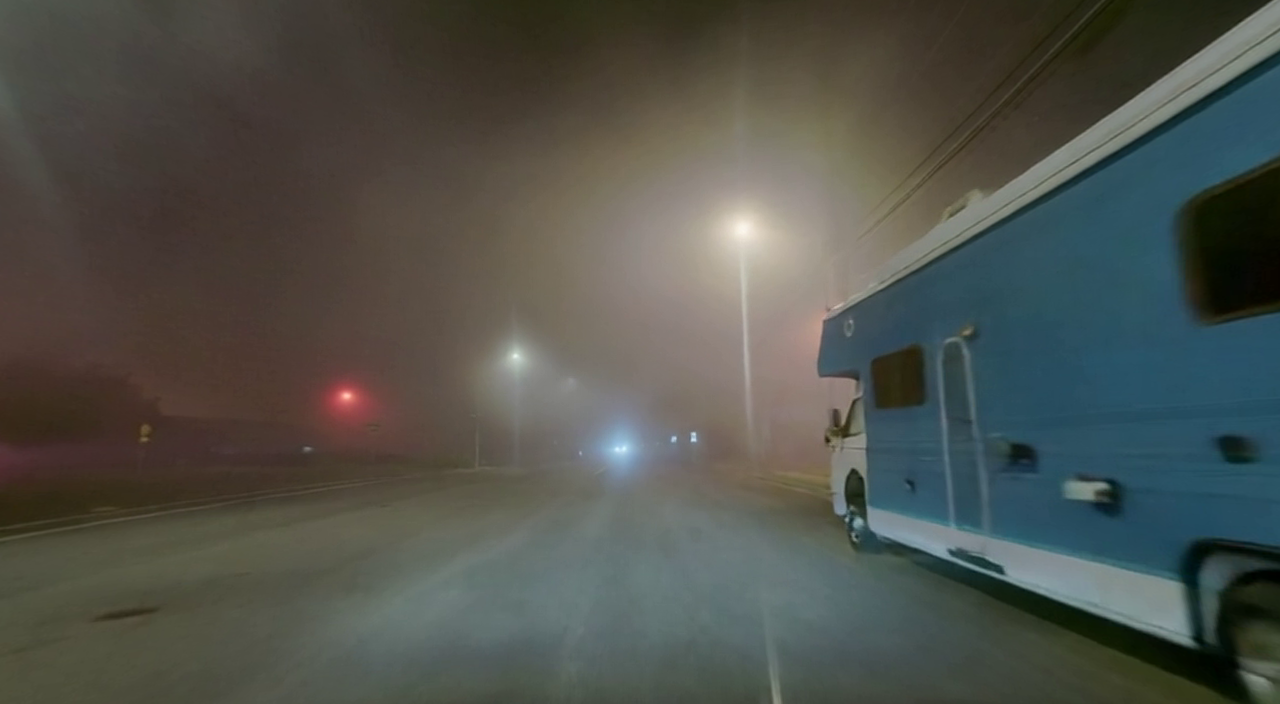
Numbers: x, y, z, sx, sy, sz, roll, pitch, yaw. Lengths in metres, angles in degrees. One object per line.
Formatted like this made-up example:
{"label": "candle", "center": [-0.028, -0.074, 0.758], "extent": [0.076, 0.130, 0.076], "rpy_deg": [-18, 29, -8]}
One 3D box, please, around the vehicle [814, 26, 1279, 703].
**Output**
{"label": "vehicle", "center": [4.244, 0.593, 4.952], "extent": [3.110, 3.241, 8.788], "rpy_deg": [0, -9, -1]}
